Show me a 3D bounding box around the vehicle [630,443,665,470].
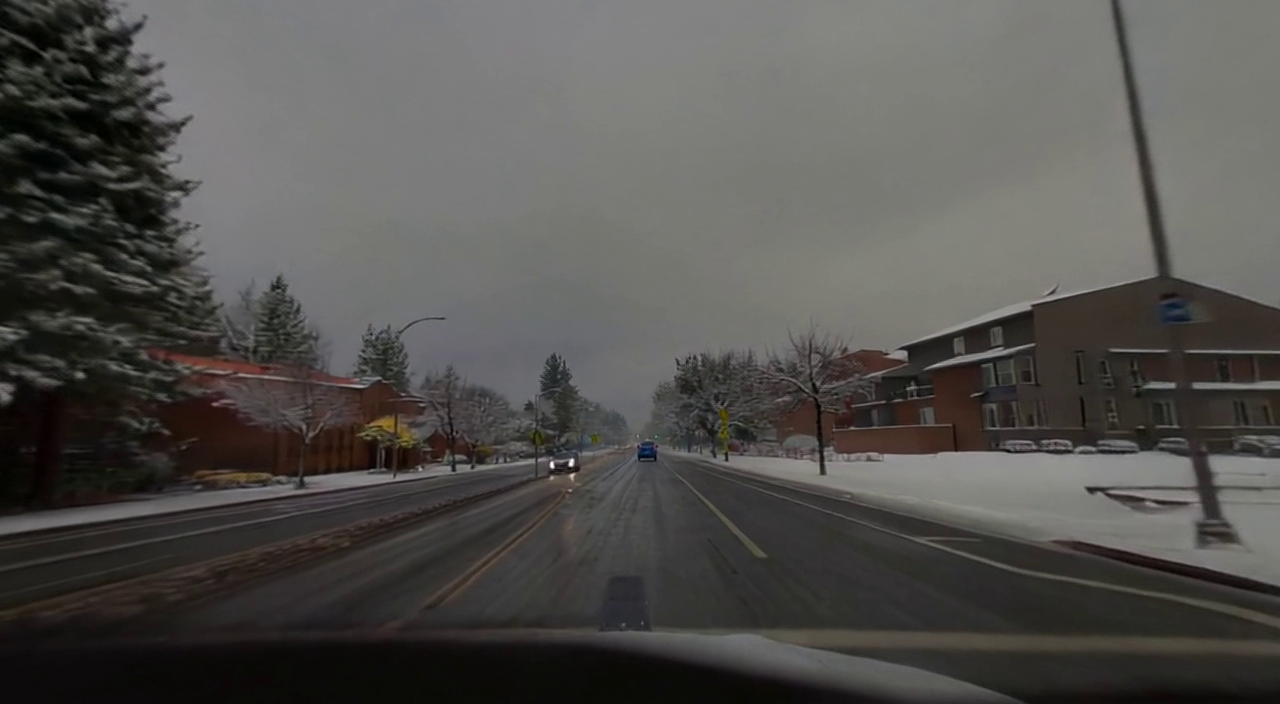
[{"bbox_3d":[0.491,6.841,41.445,2.200,1.653,4.127,0,-8,1],"label":"vehicle"}]
